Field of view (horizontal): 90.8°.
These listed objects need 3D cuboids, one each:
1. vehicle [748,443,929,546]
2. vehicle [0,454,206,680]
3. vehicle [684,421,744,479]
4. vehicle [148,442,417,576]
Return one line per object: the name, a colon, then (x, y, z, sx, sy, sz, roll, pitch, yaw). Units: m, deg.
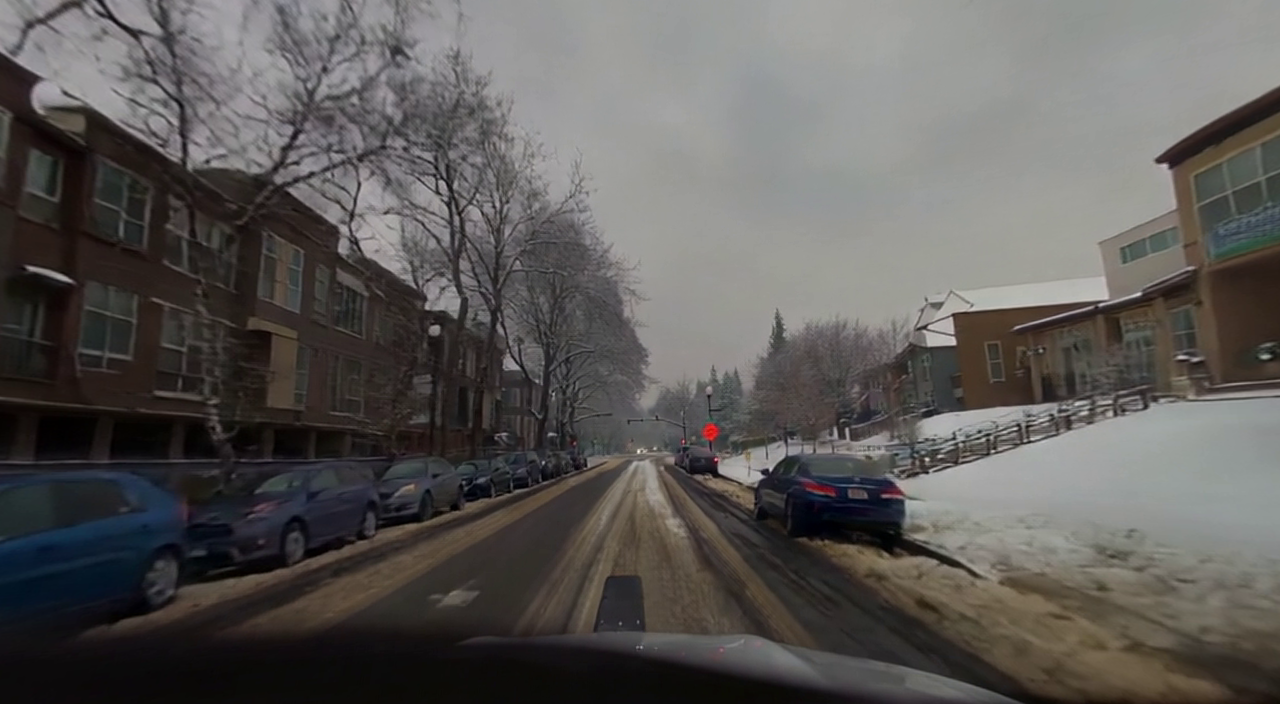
vehicle: (3.303, 2.426, 11.461, 1.835, 1.490, 4.134, 0, -9, -1)
vehicle: (-5.198, 1.505, 4.505, 1.722, 1.491, 3.431, 0, -9, 0)
vehicle: (4.040, 5.212, 34.064, 1.961, 2.656, 3.047, -2, -2, 34)
vehicle: (-5.027, 2.193, 9.656, 1.782, 1.585, 3.962, 0, -9, 0)
